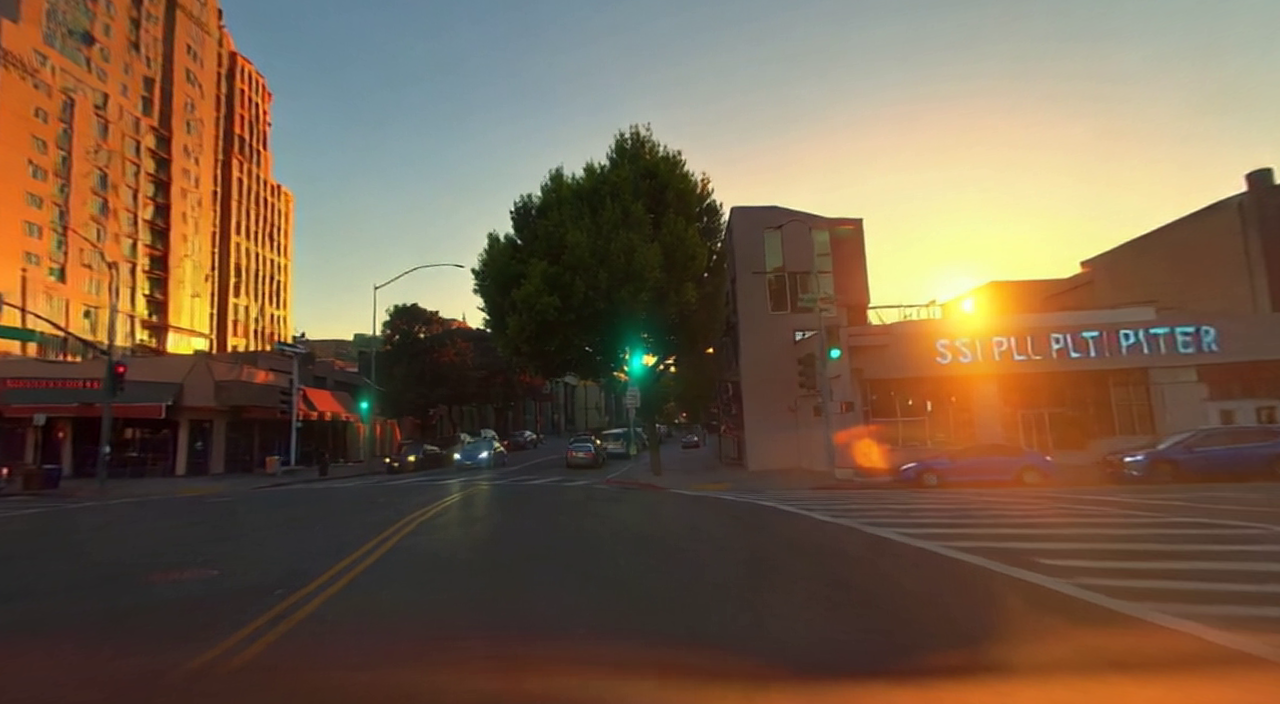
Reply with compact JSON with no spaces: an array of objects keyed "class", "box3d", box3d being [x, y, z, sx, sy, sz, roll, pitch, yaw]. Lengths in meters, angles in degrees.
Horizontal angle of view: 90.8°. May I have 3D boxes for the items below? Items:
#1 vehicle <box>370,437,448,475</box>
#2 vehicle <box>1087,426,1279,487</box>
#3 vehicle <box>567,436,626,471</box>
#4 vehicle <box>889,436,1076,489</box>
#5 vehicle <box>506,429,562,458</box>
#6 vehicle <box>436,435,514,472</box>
[{"class":"vehicle","box3d":[-11.665,5.224,32.179,1.933,1.461,4.393,-5,-6,5]},{"class":"vehicle","box3d":[16.310,2.961,17.959,5.420,1.609,2.063,-1,-8,6]},{"class":"vehicle","box3d":[-1.933,4.693,29.439,1.892,1.481,4.365,-1,-8,8]},{"class":"vehicle","box3d":[9.982,3.264,18.732,4.426,1.446,1.795,-1,-8,6]},{"class":"vehicle","box3d":[-6.600,5.766,39.855,2.181,1.723,4.692,-1,-8,7]},{"class":"vehicle","box3d":[-7.183,4.476,28.020,2.119,1.485,4.472,-1,-8,2]}]
